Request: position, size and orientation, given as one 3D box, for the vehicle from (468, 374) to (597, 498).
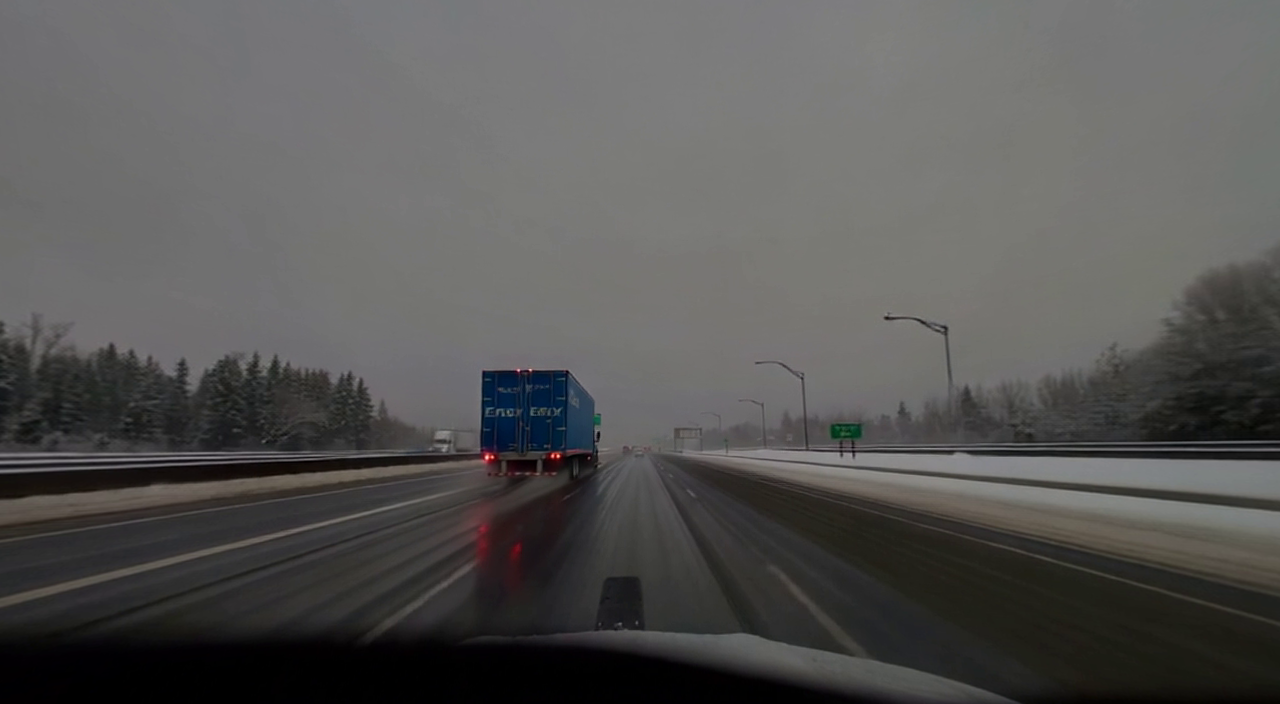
[{"bbox_3d":[-3.278,2.977,21.810,2.922,3.458,8.360,0,-9,0],"label":"vehicle"}]
